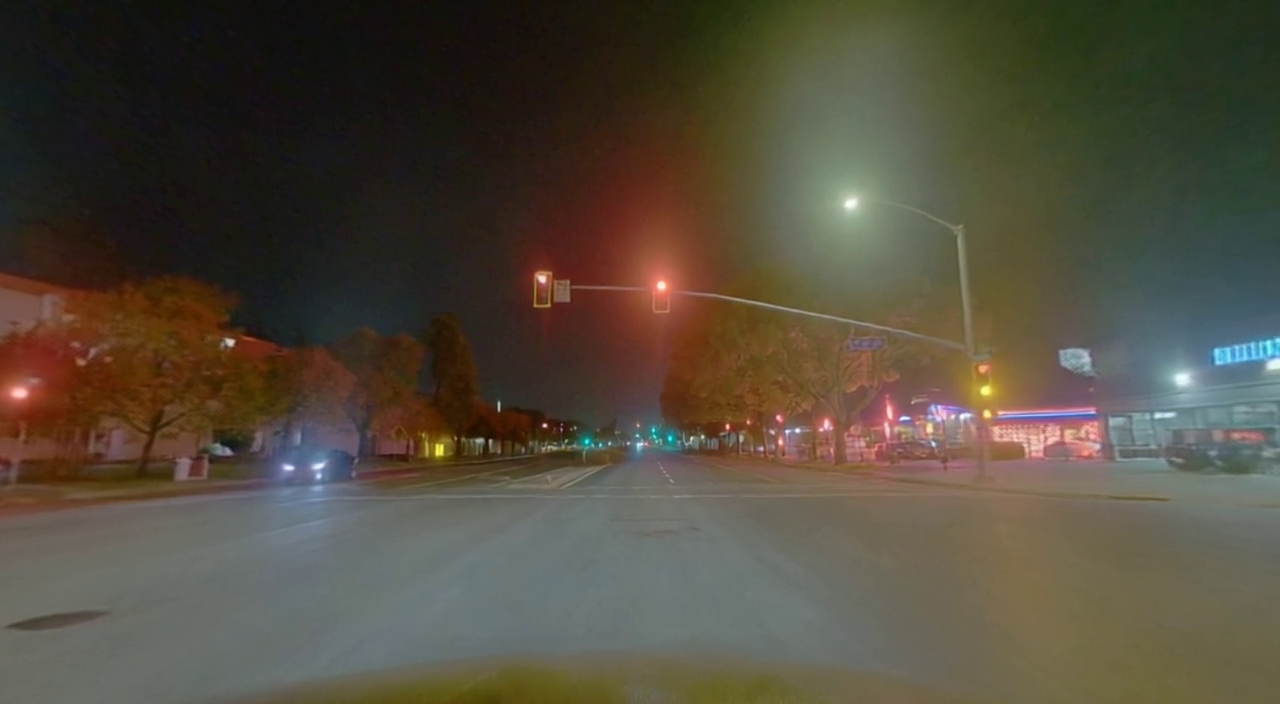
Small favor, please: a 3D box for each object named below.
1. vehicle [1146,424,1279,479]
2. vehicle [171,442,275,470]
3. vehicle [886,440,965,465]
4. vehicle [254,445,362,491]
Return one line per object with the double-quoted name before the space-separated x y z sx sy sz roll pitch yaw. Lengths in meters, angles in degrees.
"vehicle" 20.879 3.321 21.234 5.587 1.689 2.605 0 -9 -3
"vehicle" -29.887 7.465 45.452 5.712 1.863 2.422 0 -8 0
"vehicle" 19.775 6.968 43.928 4.468 1.635 2.017 0 -8 -3
"vehicle" -12.955 4.524 25.032 1.892 1.639 4.311 0 -8 0
